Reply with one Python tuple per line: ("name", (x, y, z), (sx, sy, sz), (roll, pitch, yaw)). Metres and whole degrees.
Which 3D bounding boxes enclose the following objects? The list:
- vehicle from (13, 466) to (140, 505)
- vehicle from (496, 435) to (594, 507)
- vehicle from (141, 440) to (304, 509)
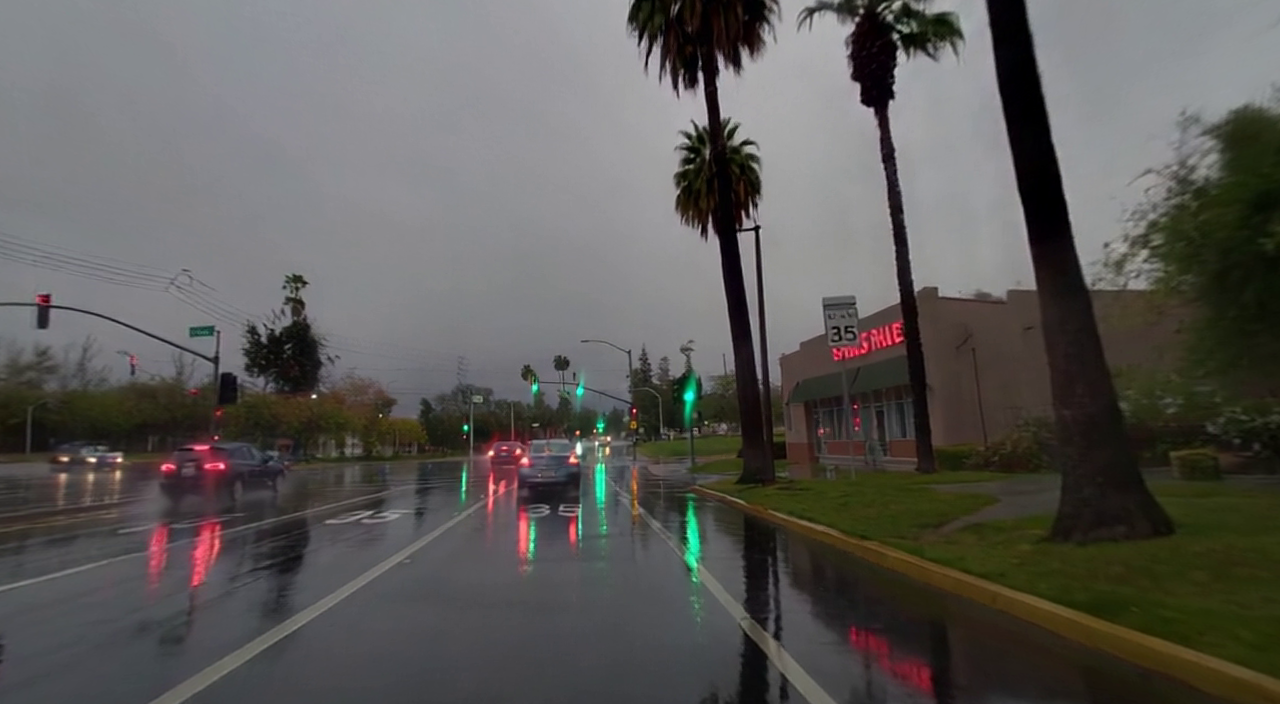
("vehicle", (-26.556, 6.277, 30.043), (1.829, 1.506, 4.819), (0, -8, -4))
("vehicle", (-2.263, 2.849, 15.631), (2.063, 1.474, 4.334), (1, -8, -7))
("vehicle", (-12.489, 3.639, 19.402), (2.050, 1.811, 4.752), (0, -9, -5))
